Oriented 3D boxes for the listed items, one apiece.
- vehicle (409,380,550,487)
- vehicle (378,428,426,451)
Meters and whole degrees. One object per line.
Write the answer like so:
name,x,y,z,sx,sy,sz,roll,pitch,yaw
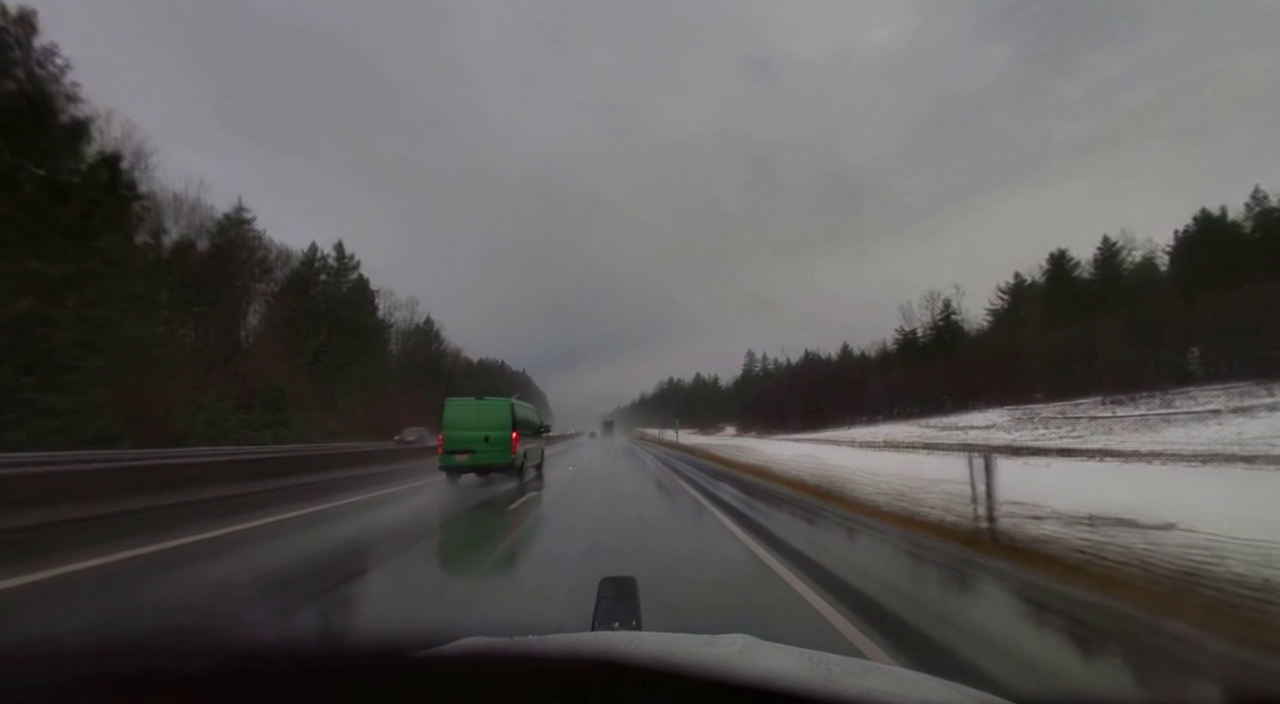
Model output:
vehicle,-4.153,2.275,17.571,2.561,2.509,5.465,0,-8,-1
vehicle,-16.355,6.033,43.426,1.825,1.536,4.043,0,-7,-2
